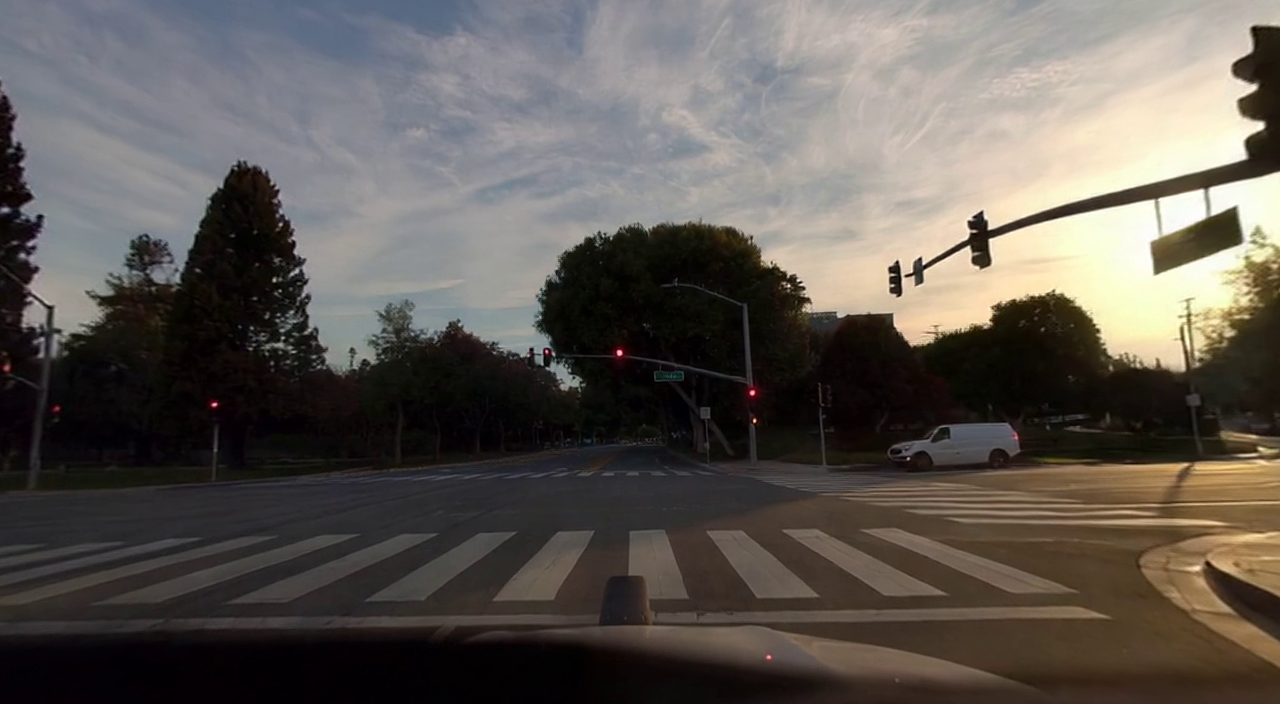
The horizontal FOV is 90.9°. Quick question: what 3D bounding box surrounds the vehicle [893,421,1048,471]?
[{"bbox_3d":[12.519,3.582,24.137,4.790,1.798,1.909,0,-8,1],"label":"vehicle"}]
